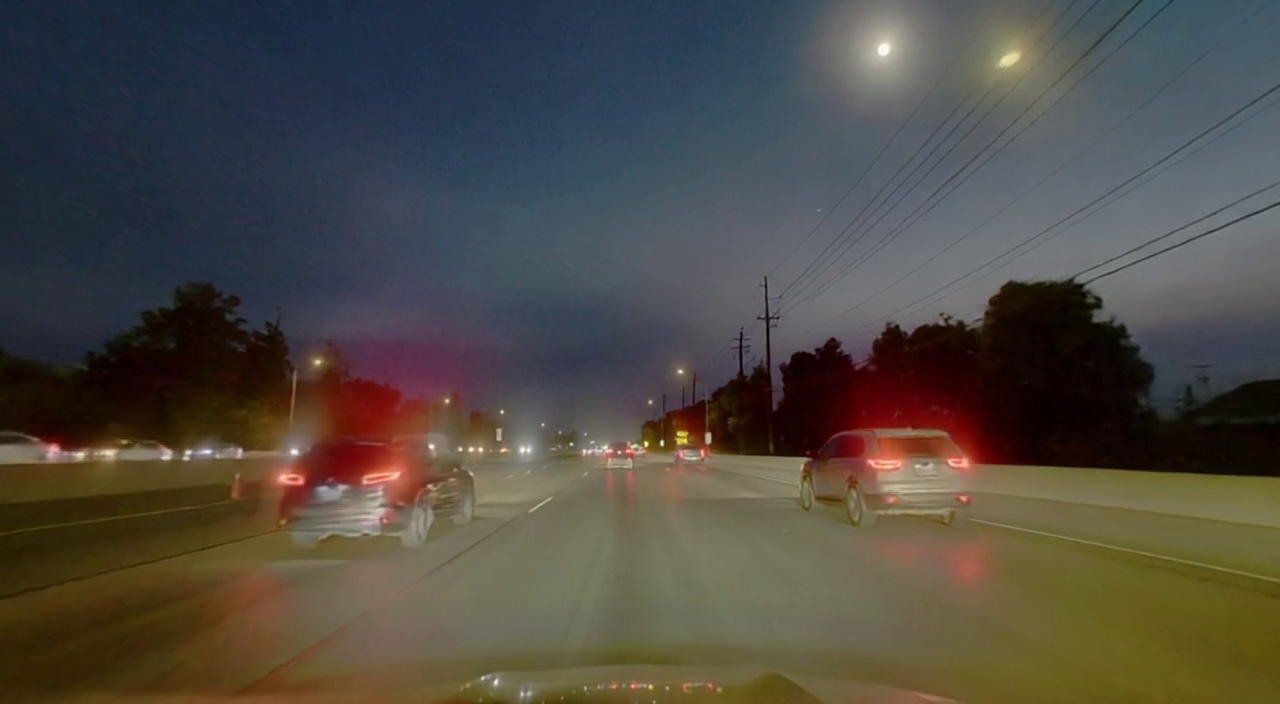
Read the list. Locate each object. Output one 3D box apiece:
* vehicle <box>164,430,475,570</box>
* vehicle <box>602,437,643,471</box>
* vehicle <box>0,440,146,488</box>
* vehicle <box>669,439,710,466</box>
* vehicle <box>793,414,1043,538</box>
[{"bbox_3d":[-4.317,2.064,9.808,2.091,1.562,5.220,0,-8,0],"label":"vehicle"},{"bbox_3d":[-0.994,5.782,35.850,2.192,1.769,4.287,0,-8,-2],"label":"vehicle"},{"bbox_3d":[-20.600,3.925,22.507,1.881,1.516,5.010,0,-8,0],"label":"vehicle"},{"bbox_3d":[3.242,6.734,42.512,2.099,1.720,4.829,0,-8,-4],"label":"vehicle"},{"bbox_3d":[4.482,2.085,11.252,2.102,1.723,4.745,0,-8,-2],"label":"vehicle"}]
